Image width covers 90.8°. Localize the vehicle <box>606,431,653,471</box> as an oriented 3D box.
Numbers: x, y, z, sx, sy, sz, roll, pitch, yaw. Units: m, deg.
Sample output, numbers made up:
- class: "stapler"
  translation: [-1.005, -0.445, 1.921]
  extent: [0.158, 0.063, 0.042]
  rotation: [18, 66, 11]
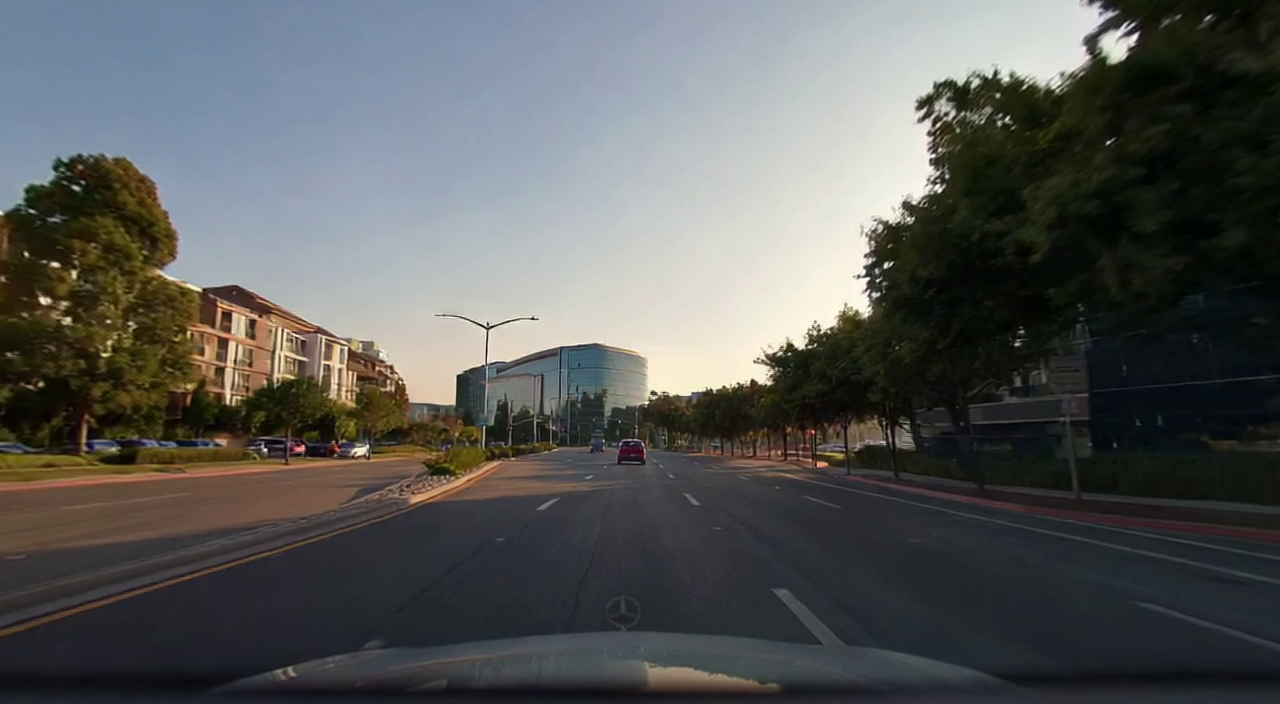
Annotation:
- class: "vehicle"
  translation: [-0.512, 5.079, 32.504]
  extent: [2.260, 1.872, 4.578]
  rotation: [0, -8, 0]
